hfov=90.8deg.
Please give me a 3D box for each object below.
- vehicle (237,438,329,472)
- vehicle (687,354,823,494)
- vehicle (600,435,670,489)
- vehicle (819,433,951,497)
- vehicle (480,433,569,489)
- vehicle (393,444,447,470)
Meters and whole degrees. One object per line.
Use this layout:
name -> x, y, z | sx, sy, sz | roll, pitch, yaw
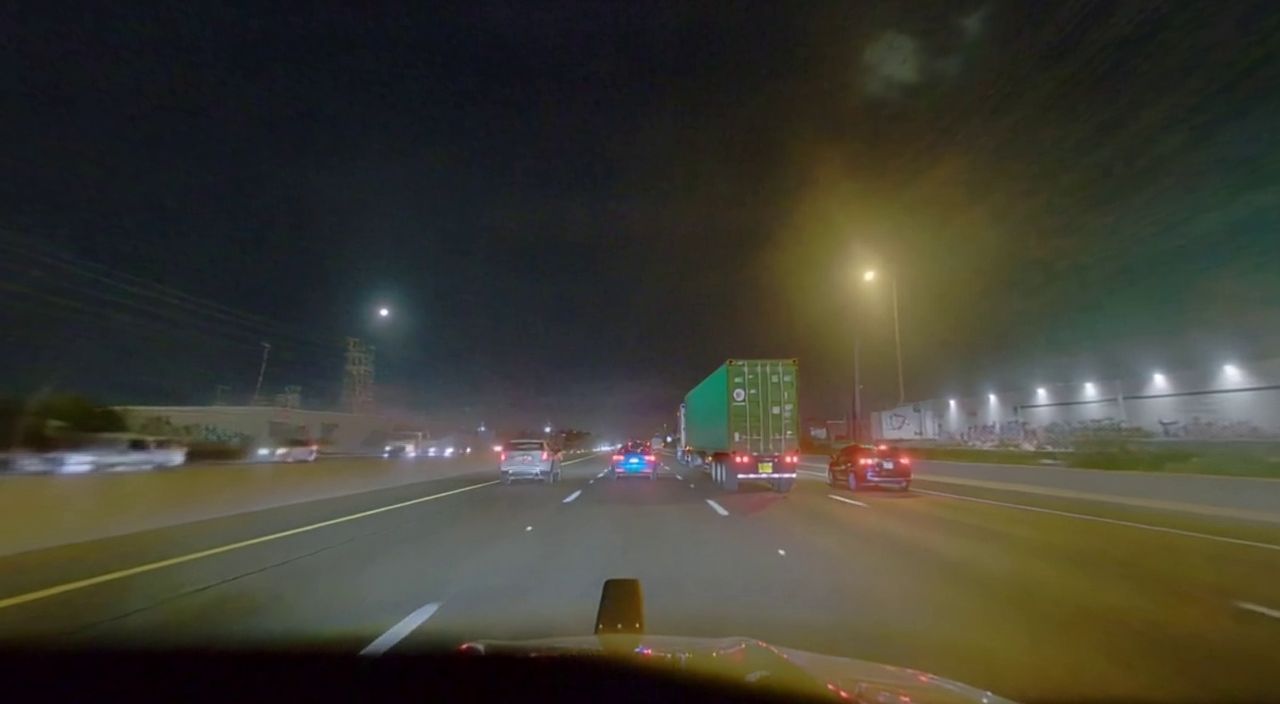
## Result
vehicle -> -20.992, 6.073, 37.532 | 2.215, 1.849, 5.735 | 0, -9, -1
vehicle -> 3.800, 3.070, 24.940 | 2.800, 4.039, 13.179 | 0, -9, 0
vehicle -> -0.173, 3.795, 21.989 | 2.191, 1.685, 4.015 | 0, -9, 0
vehicle -> 7.353, 3.453, 19.614 | 2.202, 1.731, 4.628 | 0, -9, 0
vehicle -> -4.021, 3.915, 22.950 | 2.264, 1.804, 4.584 | 0, -9, 1
vehicle -> -13.837, 6.615, 39.972 | 1.921, 1.494, 4.348 | 0, -9, -1
